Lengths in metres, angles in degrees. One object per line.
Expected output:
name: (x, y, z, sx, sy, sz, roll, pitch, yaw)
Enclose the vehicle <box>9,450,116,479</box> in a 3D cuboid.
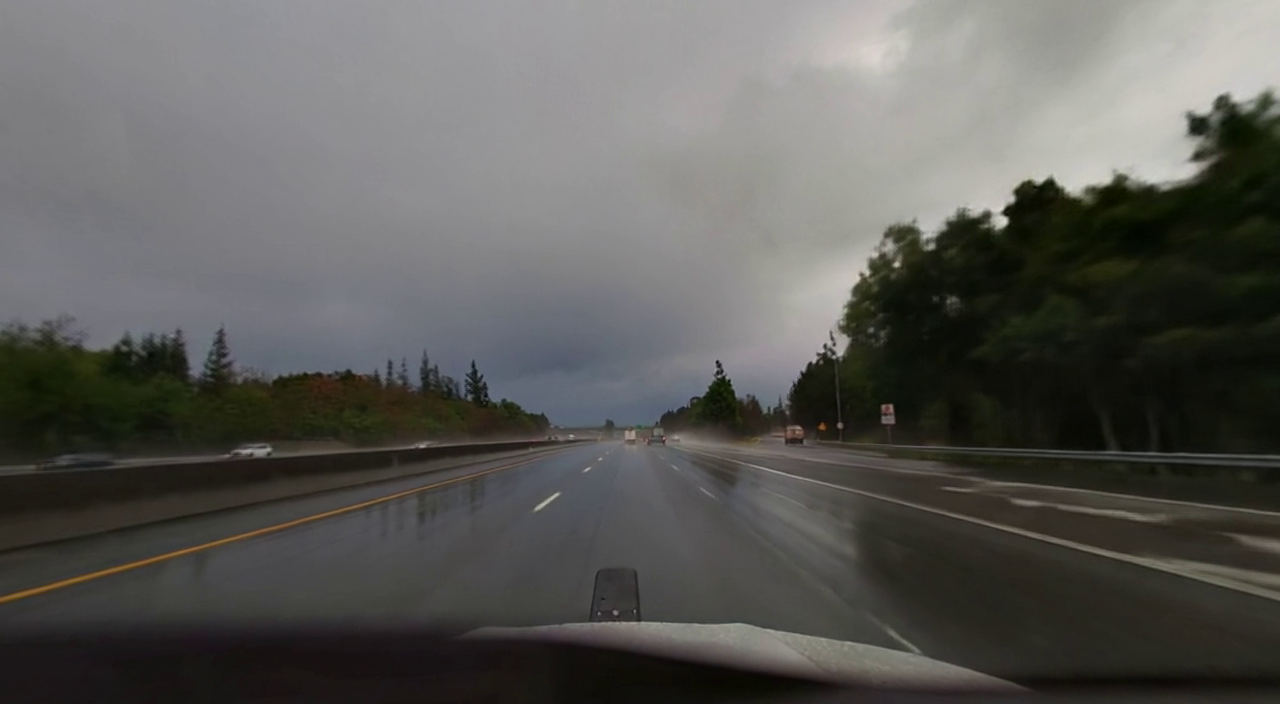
vehicle: (-33.314, 6.459, 36.535, 1.835, 1.479, 4.687, 0, -8, -1)
